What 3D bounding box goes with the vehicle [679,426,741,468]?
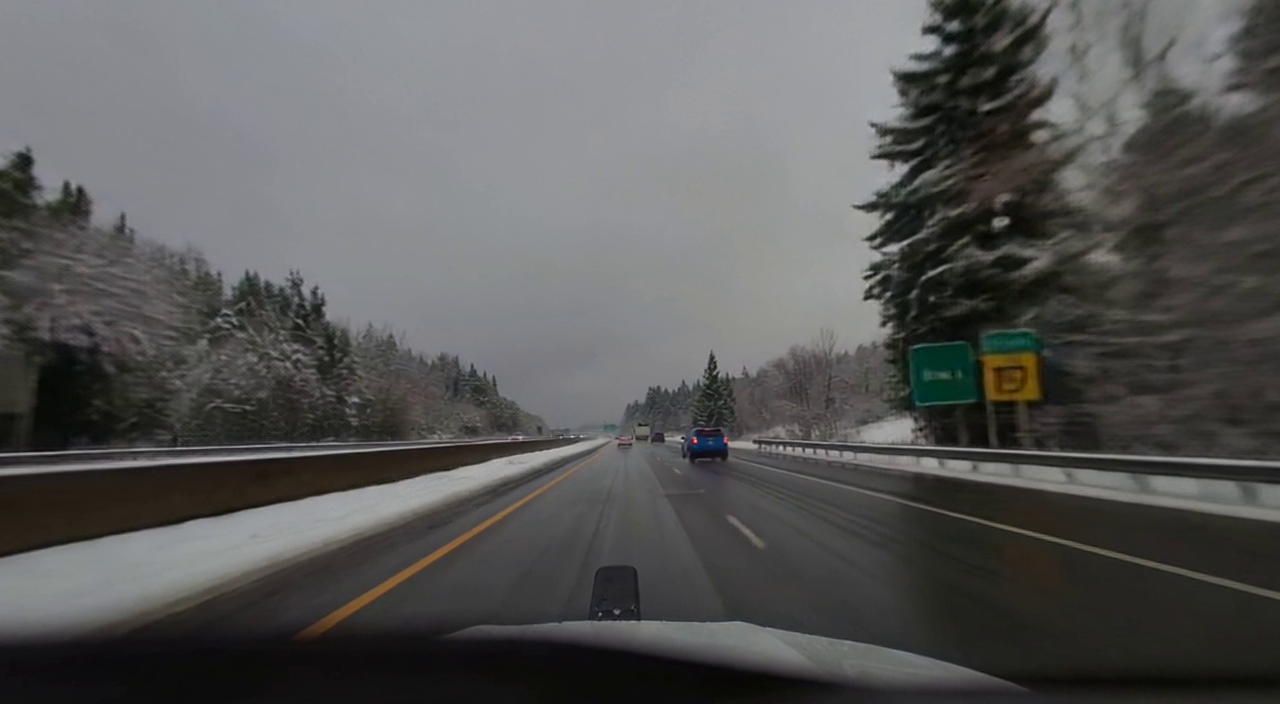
[{"bbox_3d":[2.985,4.166,27.915,2.085,1.681,4.436,0,-7,-2],"label":"vehicle"}]
